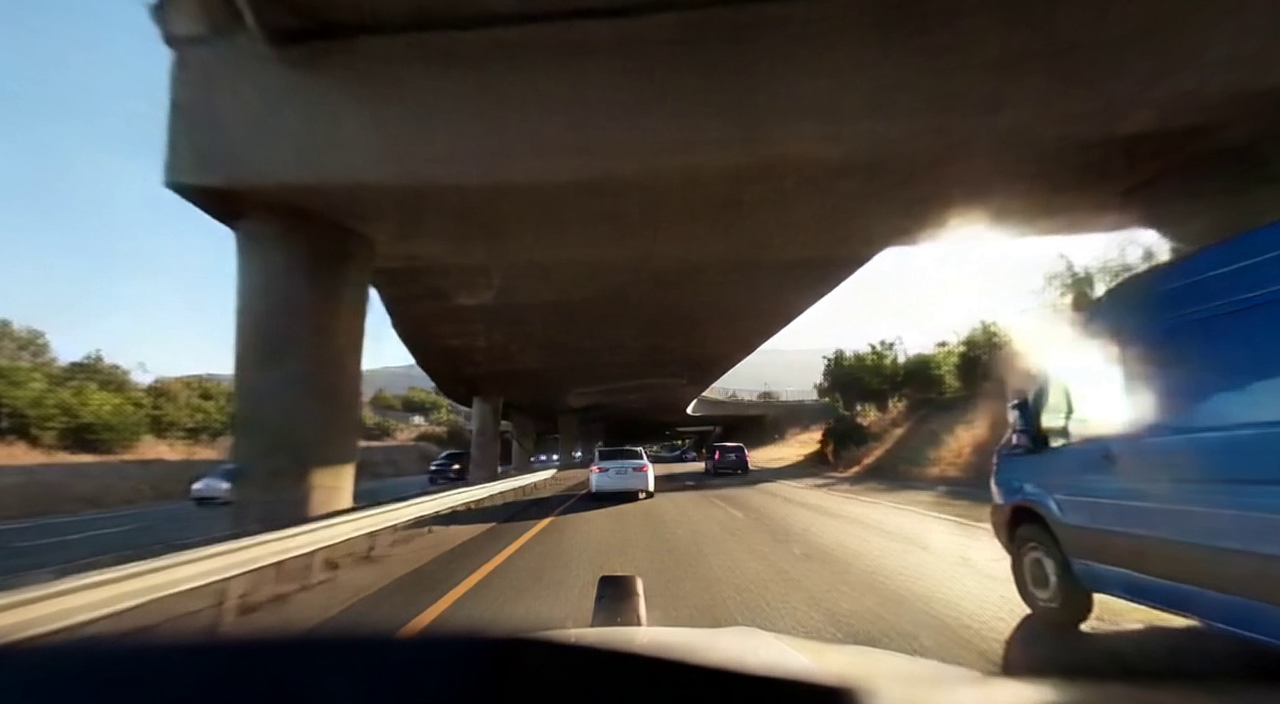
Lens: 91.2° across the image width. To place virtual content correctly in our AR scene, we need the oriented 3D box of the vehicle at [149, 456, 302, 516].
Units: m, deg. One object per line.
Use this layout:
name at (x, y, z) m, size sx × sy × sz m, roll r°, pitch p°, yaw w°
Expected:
vehicle at (-12.322, 3.956, 19.027) m, size 1.823 × 1.539 × 4.087 m, roll 0°, pitch -9°, yaw 0°

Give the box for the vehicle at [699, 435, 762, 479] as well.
vehicle at (4.312, 5.093, 30.718) m, size 2.261 × 1.952 × 4.784 m, roll 0°, pitch -9°, yaw -1°

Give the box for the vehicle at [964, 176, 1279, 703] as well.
vehicle at (3.891, 0.394, 2.073) m, size 2.399 × 2.421 × 5.829 m, roll 0°, pitch -9°, yaw -1°

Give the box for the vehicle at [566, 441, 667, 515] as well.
vehicle at (-0.486, 2.856, 14.646) m, size 2.029 × 1.483 × 3.769 m, roll 0°, pitch -9°, yaw 0°

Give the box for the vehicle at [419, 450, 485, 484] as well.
vehicle at (-8.910, 5.457, 30.047) m, size 1.894 × 1.505 × 4.103 m, roll 0°, pitch -9°, yaw 0°
